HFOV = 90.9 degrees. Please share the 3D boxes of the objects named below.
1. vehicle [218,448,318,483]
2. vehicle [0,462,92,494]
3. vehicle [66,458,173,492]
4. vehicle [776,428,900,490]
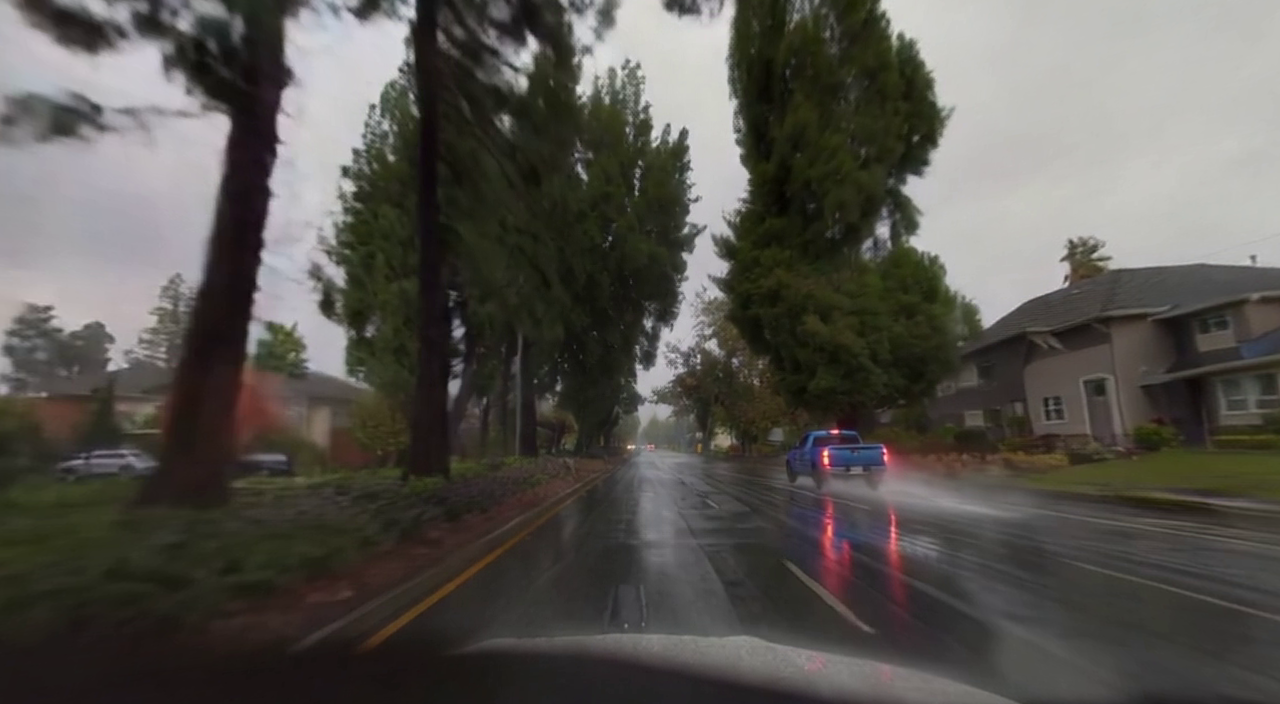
[{"bbox_3d":[-23.556,7.137,39.920,5.541,2.074,2.416,-4,-9,22],"label":"vehicle"},{"bbox_3d":[-36.429,7.698,38.538,4.128,1.570,1.995,-4,-8,5],"label":"vehicle"},{"bbox_3d":[-30.847,7.221,37.349,5.297,1.831,2.122,-3,-9,16],"label":"vehicle"},{"bbox_3d":[6.326,3.509,21.039,2.262,1.769,5.666,0,-8,-1],"label":"vehicle"}]
